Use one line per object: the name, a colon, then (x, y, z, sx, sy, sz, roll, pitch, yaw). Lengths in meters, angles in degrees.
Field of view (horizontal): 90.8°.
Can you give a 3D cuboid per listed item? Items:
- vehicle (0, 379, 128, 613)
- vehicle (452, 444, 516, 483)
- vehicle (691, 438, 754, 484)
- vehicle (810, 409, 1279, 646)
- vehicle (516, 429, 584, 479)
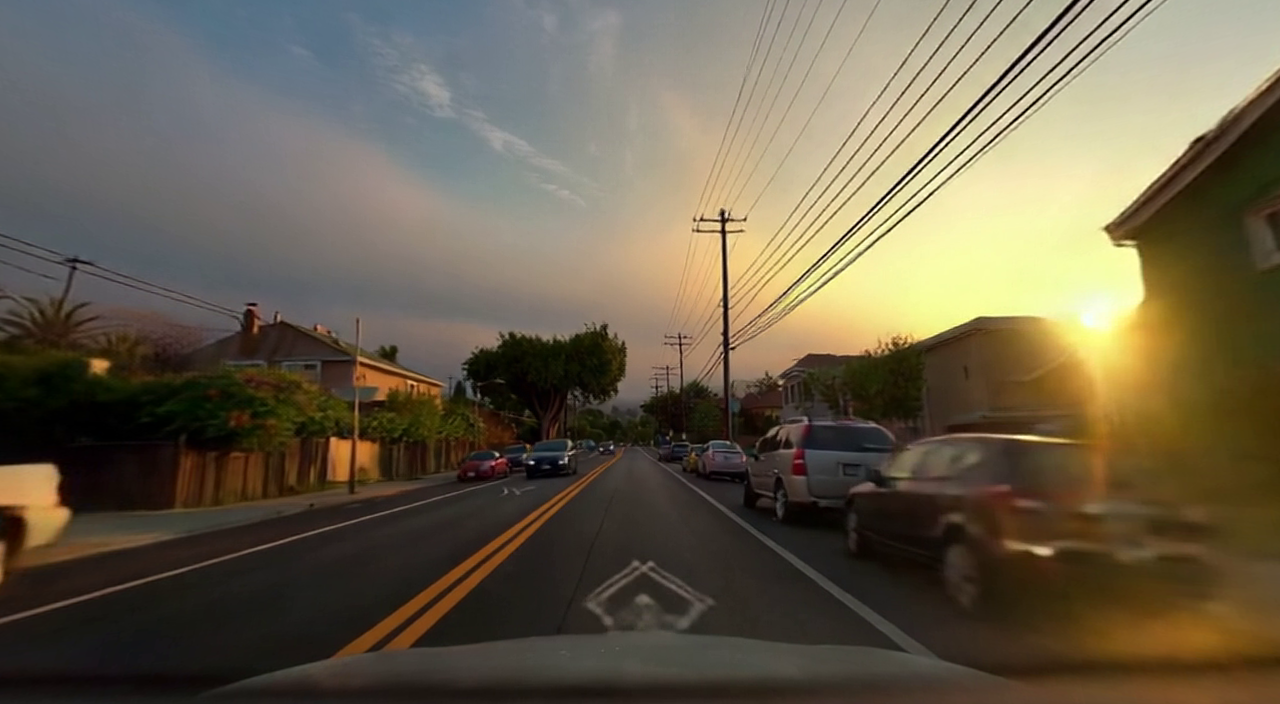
vehicle: (-6.654, 1.073, 3.989, 2.195, 2.033, 5.741, -1, -8, -2)
vehicle: (-6.845, 4.912, 28.157, 1.866, 1.487, 4.416, -1, -8, -2)
vehicle: (3.114, 4.205, 24.613, 1.826, 1.614, 4.241, 0, -9, -1)
vehicle: (3.378, 1.469, 6.414, 1.914, 1.520, 4.455, 0, -8, -2)
vehicle: (-3.755, 4.394, 27.358, 2.194, 1.935, 4.807, 0, -9, 1)
